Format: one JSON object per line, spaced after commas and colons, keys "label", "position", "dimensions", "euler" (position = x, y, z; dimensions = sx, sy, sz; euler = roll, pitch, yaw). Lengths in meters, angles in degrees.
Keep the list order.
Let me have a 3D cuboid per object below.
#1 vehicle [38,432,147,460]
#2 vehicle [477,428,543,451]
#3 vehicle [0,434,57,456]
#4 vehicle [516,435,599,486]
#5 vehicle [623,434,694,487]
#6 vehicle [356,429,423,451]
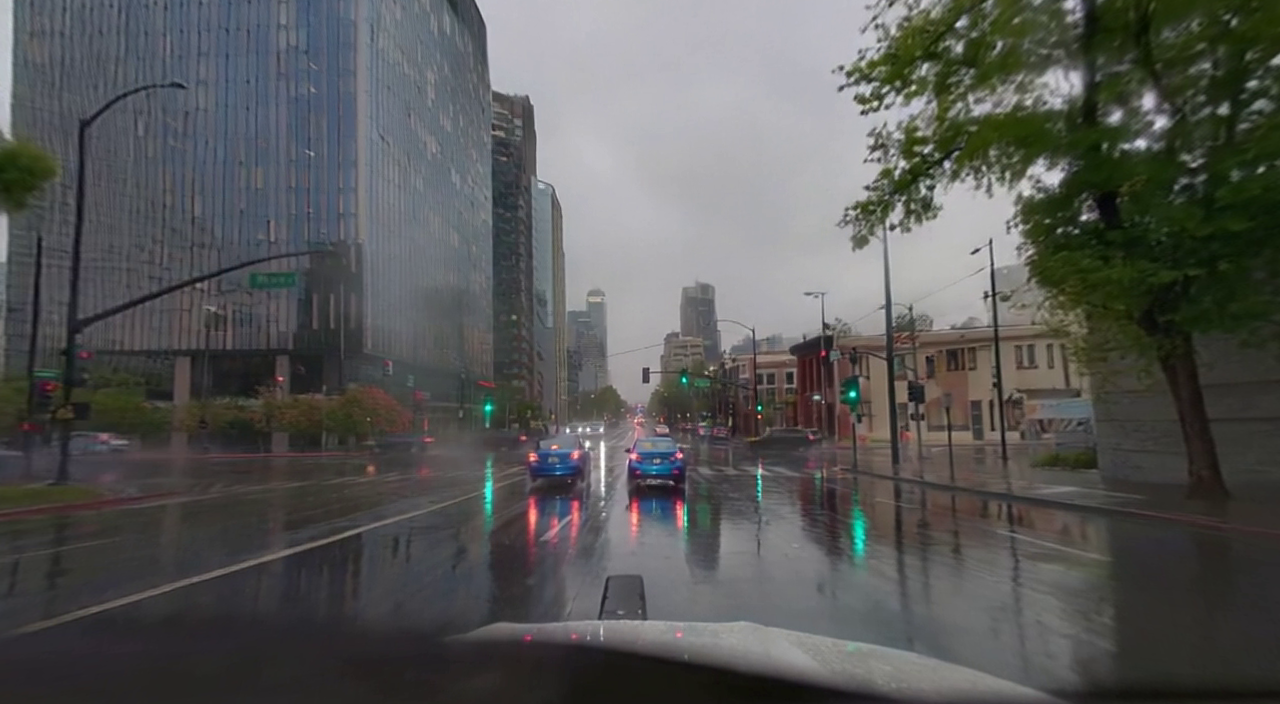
{"label": "vehicle", "position": [-36.114, 6.211, 41.788], "dimensions": [4.964, 1.789, 1.941], "euler": [2, -9, -11]}
{"label": "vehicle", "position": [-9.687, 6.578, 47.234], "dimensions": [4.694, 1.677, 1.847], "euler": [2, -9, -10]}
{"label": "vehicle", "position": [-46.425, 6.880, 46.734], "dimensions": [4.314, 1.571, 1.846], "euler": [2, -9, -9]}
{"label": "vehicle", "position": [-2.584, 3.542, 20.945], "dimensions": [1.995, 1.479, 4.627], "euler": [0, -9, 2]}
{"label": "vehicle", "position": [0.540, 3.353, 19.836], "dimensions": [2.016, 1.478, 3.795], "euler": [0, -9, 1]}
{"label": "vehicle", "position": [-19.269, 6.827, 48.780], "dimensions": [4.410, 1.656, 2.302], "euler": [2, -9, -11]}
